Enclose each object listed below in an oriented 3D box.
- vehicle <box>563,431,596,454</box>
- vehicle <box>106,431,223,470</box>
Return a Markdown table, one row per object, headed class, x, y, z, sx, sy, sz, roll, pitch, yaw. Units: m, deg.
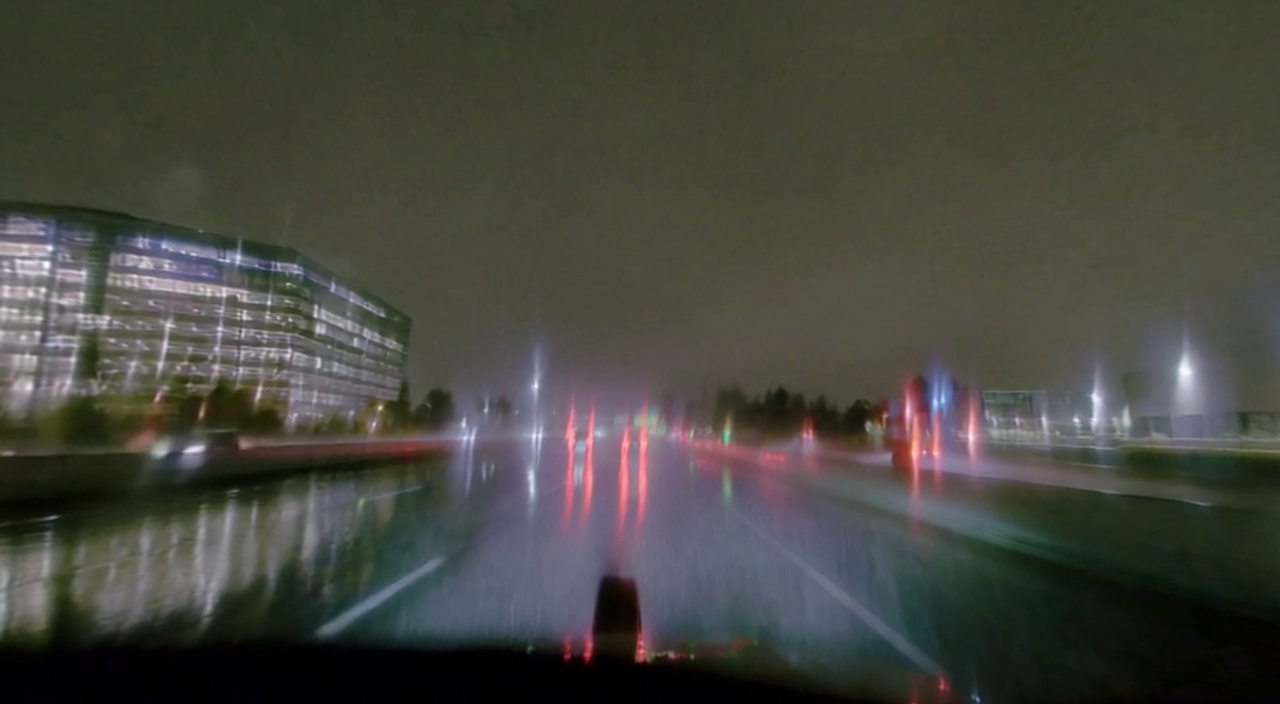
| class | x | y | z | sx | sy | sz | roll | pitch | yaw |
| --- | --- | --- | --- | --- | --- | --- | --- | --- | --- |
| vehicle | -4.577 | 6.953 | 48.357 | 2.036 | 1.612 | 4.510 | 0 | -8 | 1 |
| vehicle | -20.719 | 4.296 | 27.644 | 1.826 | 1.549 | 4.219 | 0 | -8 | 0 |
